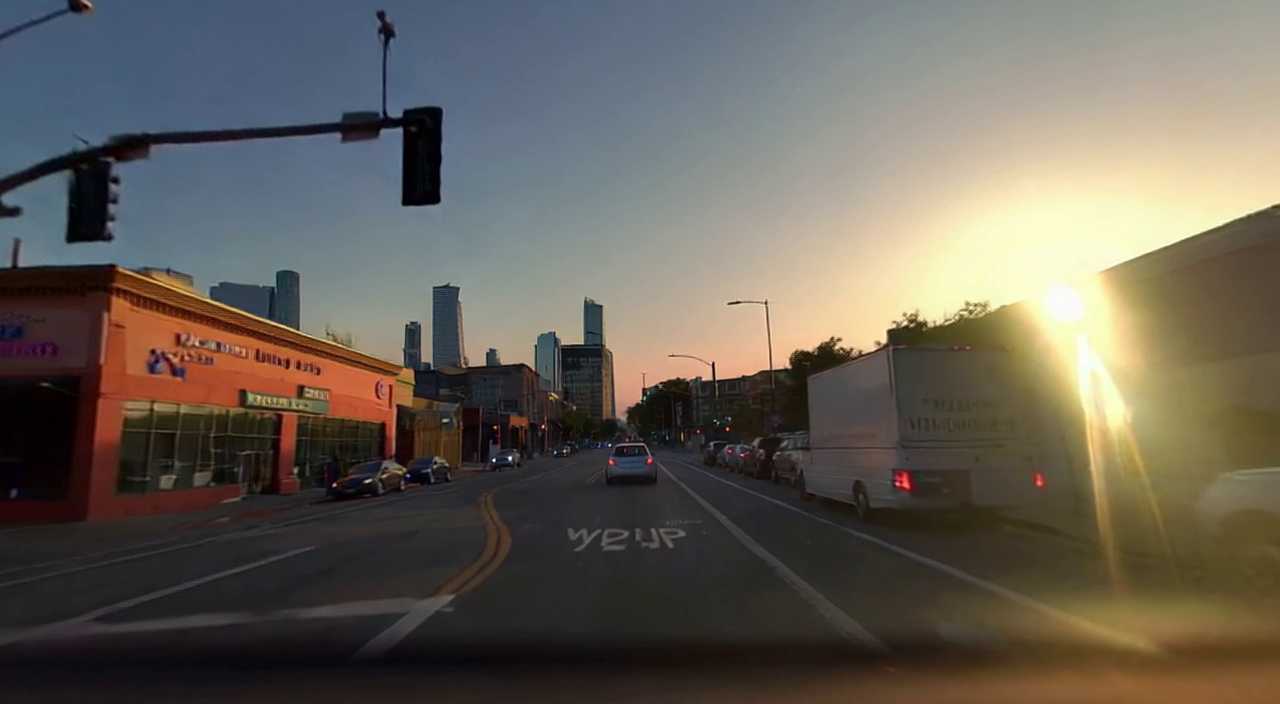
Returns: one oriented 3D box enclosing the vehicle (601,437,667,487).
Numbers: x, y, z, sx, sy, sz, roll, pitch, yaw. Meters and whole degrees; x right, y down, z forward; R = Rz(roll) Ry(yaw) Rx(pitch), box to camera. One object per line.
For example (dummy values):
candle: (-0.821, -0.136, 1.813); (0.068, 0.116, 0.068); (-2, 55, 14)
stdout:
vehicle: (-0.198, 3.799, 22.161); (2.086, 1.575, 4.205); (0, -8, 0)

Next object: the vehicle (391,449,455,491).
vehicle: (-11.472, 6.230, 33.748); (1.872, 1.731, 4.656); (-4, -6, -2)

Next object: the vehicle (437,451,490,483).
vehicle: (-11.190, 7.305, 40.361); (1.920, 1.498, 4.591); (-5, -6, 2)

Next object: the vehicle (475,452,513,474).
vehicle: (-11.186, 8.504, 48.668); (1.868, 1.502, 4.626); (0, -8, -1)

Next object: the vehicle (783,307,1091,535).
vehicle: (5.428, 1.570, 13.548); (2.893, 3.553, 7.295); (0, -8, -1)

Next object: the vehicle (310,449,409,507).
vehicle: (-11.327, 5.053, 25.843); (2.055, 1.685, 4.370); (-5, -6, -1)

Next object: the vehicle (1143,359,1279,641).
vehicle: (5.585, 0.741, 2.491); (2.367, 1.917, 5.810); (0, -8, 0)
